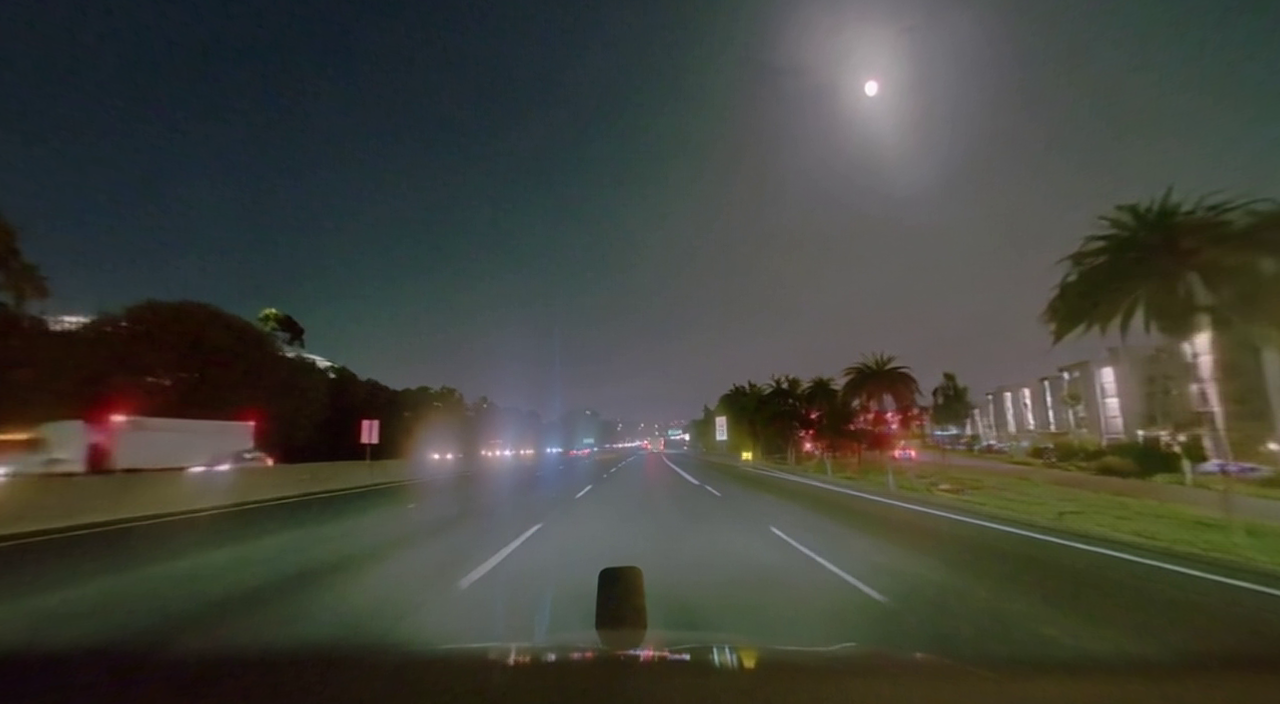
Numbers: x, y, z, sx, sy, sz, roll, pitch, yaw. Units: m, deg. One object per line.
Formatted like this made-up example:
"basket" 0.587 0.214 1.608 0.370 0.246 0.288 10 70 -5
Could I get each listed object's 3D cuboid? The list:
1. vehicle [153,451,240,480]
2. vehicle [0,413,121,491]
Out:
"vehicle" -26.757 6.833 38.089 1.846 1.550 4.666 -1 -8 1
"vehicle" -34.584 5.640 35.717 3.043 3.987 7.889 0 -8 1
